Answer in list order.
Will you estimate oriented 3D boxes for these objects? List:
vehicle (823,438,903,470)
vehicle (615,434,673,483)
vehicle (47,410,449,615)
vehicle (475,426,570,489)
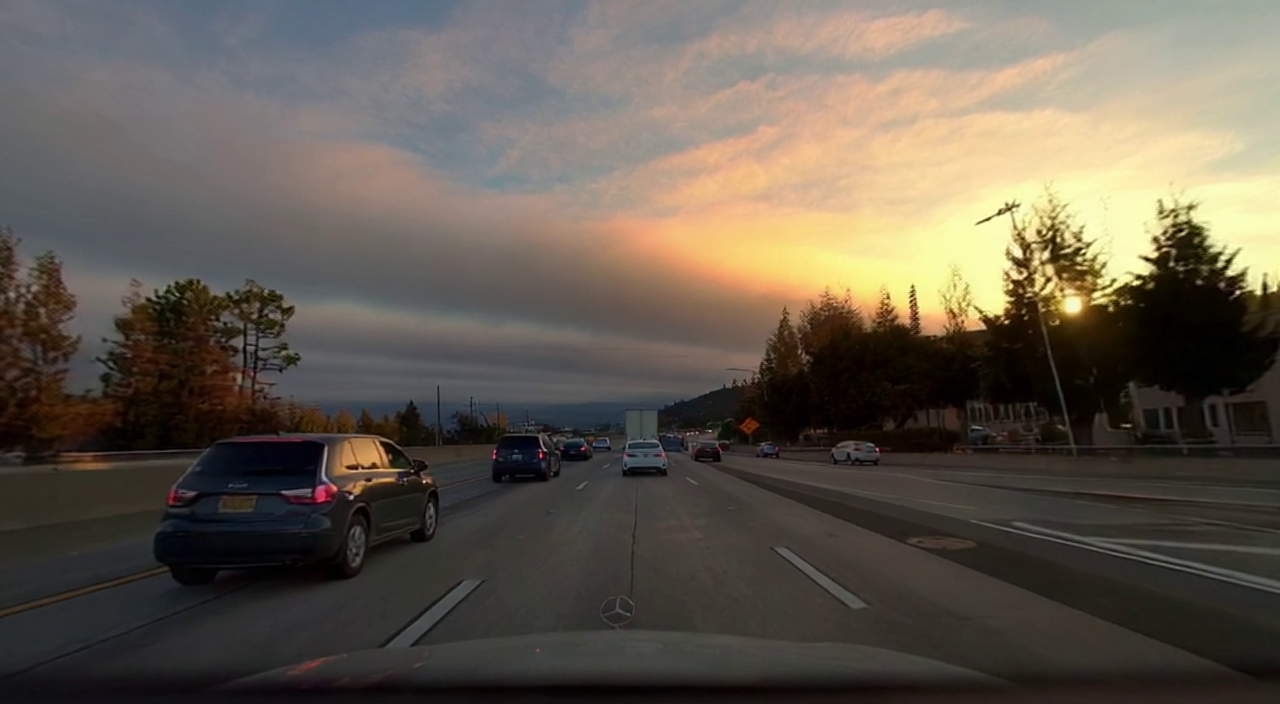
[{"bbox_3d":[11.088,5.108,31.810,1.905,1.490,4.826,1,-9,-5],"label":"vehicle"},{"bbox_3d":[0.114,4.133,24.746,2.063,1.703,4.203,0,-9,-1],"label":"vehicle"},{"bbox_3d":[-3.837,1.626,7.259,1.988,1.668,4.021,0,-9,0],"label":"vehicle"},{"bbox_3d":[-4.018,3.743,22.702,2.301,1.944,5.482,0,-9,0],"label":"vehicle"}]
